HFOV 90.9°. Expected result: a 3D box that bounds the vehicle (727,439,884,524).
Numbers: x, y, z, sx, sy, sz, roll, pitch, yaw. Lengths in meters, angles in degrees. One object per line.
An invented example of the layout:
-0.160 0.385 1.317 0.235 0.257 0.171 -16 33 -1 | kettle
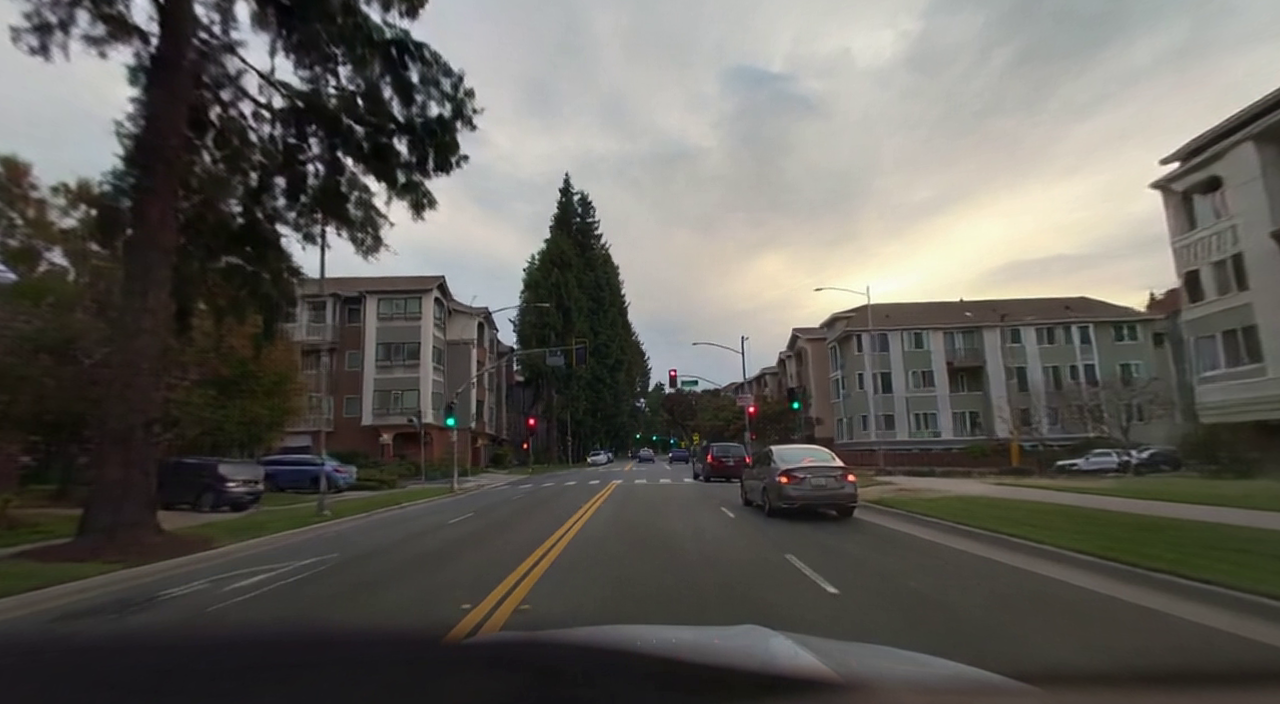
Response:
3.275 2.669 13.630 2.078 1.488 4.741 0 -8 -1 | vehicle

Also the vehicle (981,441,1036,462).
28.741 7.746 49.260 1.698 1.477 3.735 -2 -9 -7 | vehicle

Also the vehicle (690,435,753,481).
3.546 4.708 28.344 2.199 1.872 4.513 0 -8 0 | vehicle

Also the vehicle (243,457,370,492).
-15.265 5.621 29.013 4.727 1.483 2.002 -1 -8 3 | vehicle

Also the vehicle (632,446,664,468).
0.523 7.369 44.340 2.097 1.463 4.043 0 -8 0 | vehicle
